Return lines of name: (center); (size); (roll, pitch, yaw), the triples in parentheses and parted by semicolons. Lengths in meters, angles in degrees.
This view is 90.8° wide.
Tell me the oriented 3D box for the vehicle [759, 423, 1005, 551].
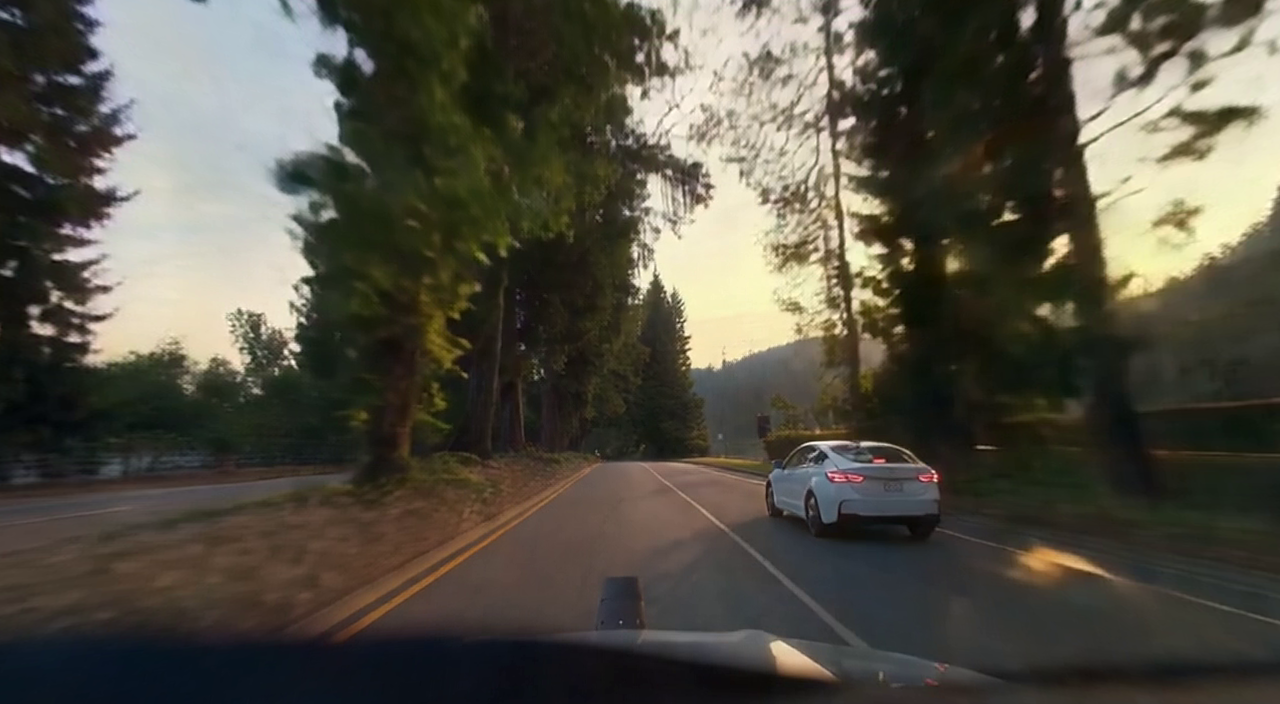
vehicle: (3.493, 2.046, 10.315); (2.060, 1.584, 4.592); (0, -9, -2)
